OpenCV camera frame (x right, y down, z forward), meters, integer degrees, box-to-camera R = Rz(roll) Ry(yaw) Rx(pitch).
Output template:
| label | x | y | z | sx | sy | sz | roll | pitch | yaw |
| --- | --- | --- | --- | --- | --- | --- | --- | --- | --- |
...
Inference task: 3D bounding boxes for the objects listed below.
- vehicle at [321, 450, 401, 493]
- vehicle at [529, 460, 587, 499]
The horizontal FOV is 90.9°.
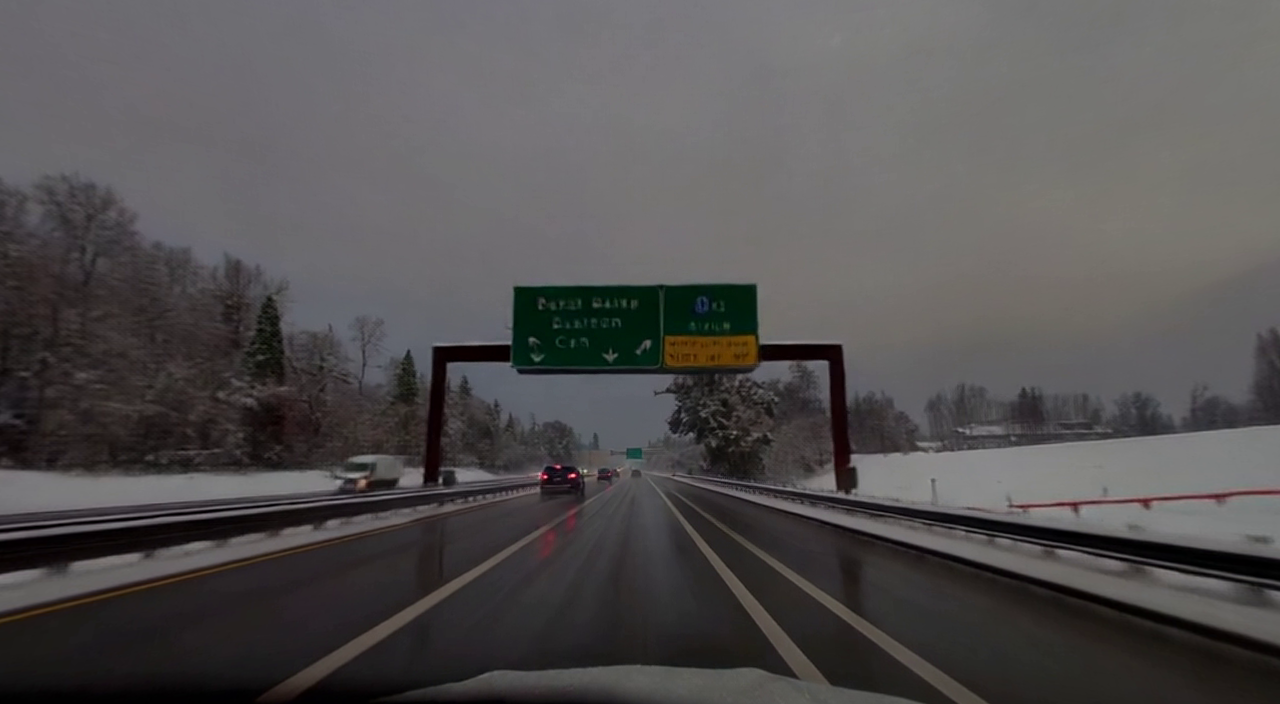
| label | x | y | z | sx | sy | sz | roll | pitch | yaw |
| --- | --- | --- | --- | --- | --- | --- | --- | --- | --- |
| vehicle | -18.088 | 7.839 | 41.331 | 2.348 | 2.530 | 6.058 | 0 | -11 | 0 |
| vehicle | -4.247 | 6.739 | 33.546 | 2.254 | 1.809 | 5.839 | 1 | -11 | 0 |
